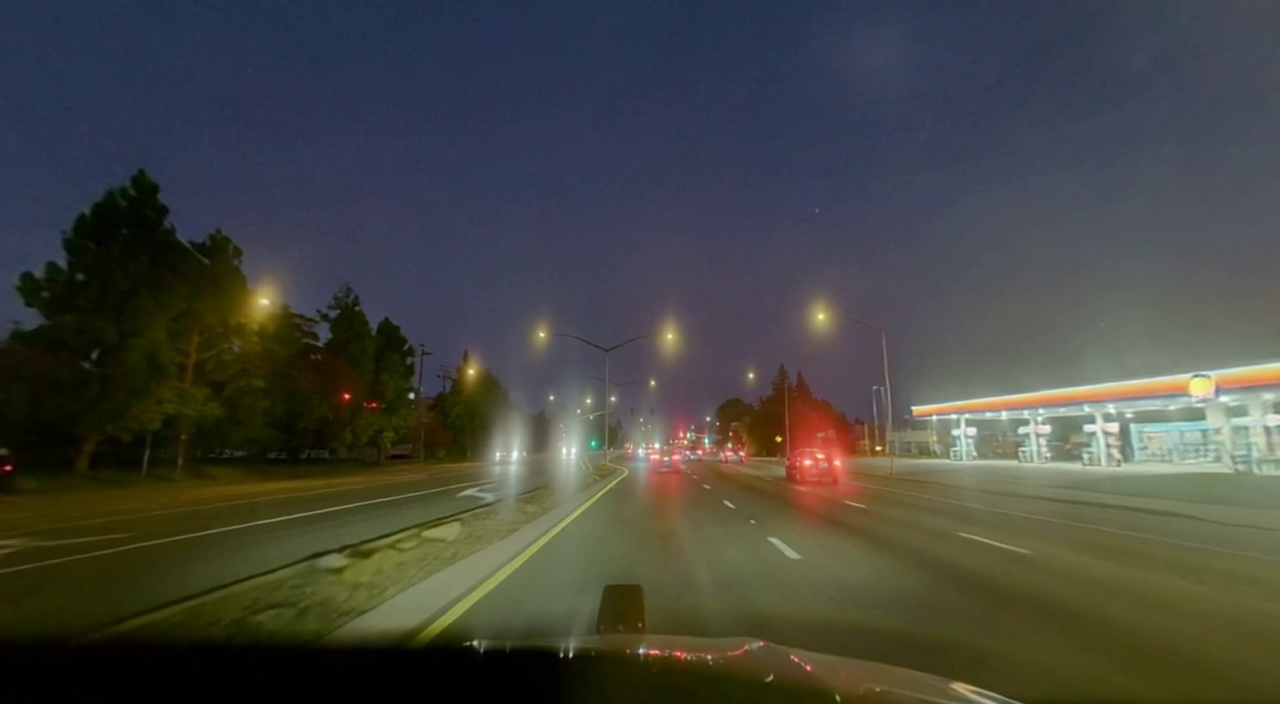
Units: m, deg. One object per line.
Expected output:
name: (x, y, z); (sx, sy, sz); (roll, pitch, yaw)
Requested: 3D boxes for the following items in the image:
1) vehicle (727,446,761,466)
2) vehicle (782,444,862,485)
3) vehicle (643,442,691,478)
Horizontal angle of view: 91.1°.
vehicle: (8.210, 8.190, 49.789); (1.930, 1.479, 4.477); (0, -8, 0)
vehicle: (7.183, 4.473, 25.257); (1.918, 1.484, 4.456); (0, -8, 0)
vehicle: (1.157, 4.835, 28.362); (1.971, 1.479, 4.493); (0, -8, 1)
